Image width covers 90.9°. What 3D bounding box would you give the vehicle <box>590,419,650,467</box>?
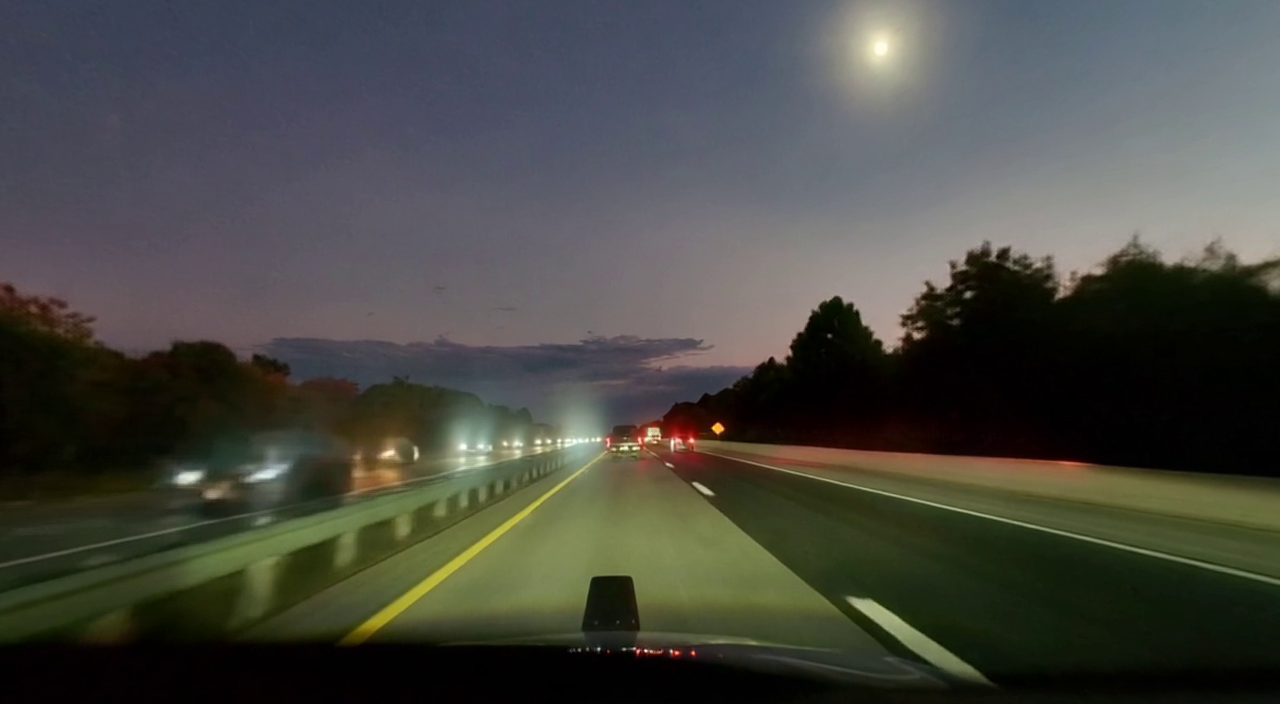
[{"bbox_3d":[-0.910,4.179,29.031,2.503,2.044,4.633,0,-8,-2],"label":"vehicle"}]

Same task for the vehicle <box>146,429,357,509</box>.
[{"bbox_3d":[-9.324,2.814,15.785,2.293,1.670,4.765,0,-8,-1],"label":"vehicle"}]

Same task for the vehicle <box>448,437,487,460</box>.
[{"bbox_3d":[-13.093,7.329,47.960,1.940,1.665,3.934,0,-8,-2],"label":"vehicle"}]

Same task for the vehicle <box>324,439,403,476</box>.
[{"bbox_3d":[-13.465,5.133,31.007,2.015,1.671,4.292,0,-8,-1],"label":"vehicle"}]
